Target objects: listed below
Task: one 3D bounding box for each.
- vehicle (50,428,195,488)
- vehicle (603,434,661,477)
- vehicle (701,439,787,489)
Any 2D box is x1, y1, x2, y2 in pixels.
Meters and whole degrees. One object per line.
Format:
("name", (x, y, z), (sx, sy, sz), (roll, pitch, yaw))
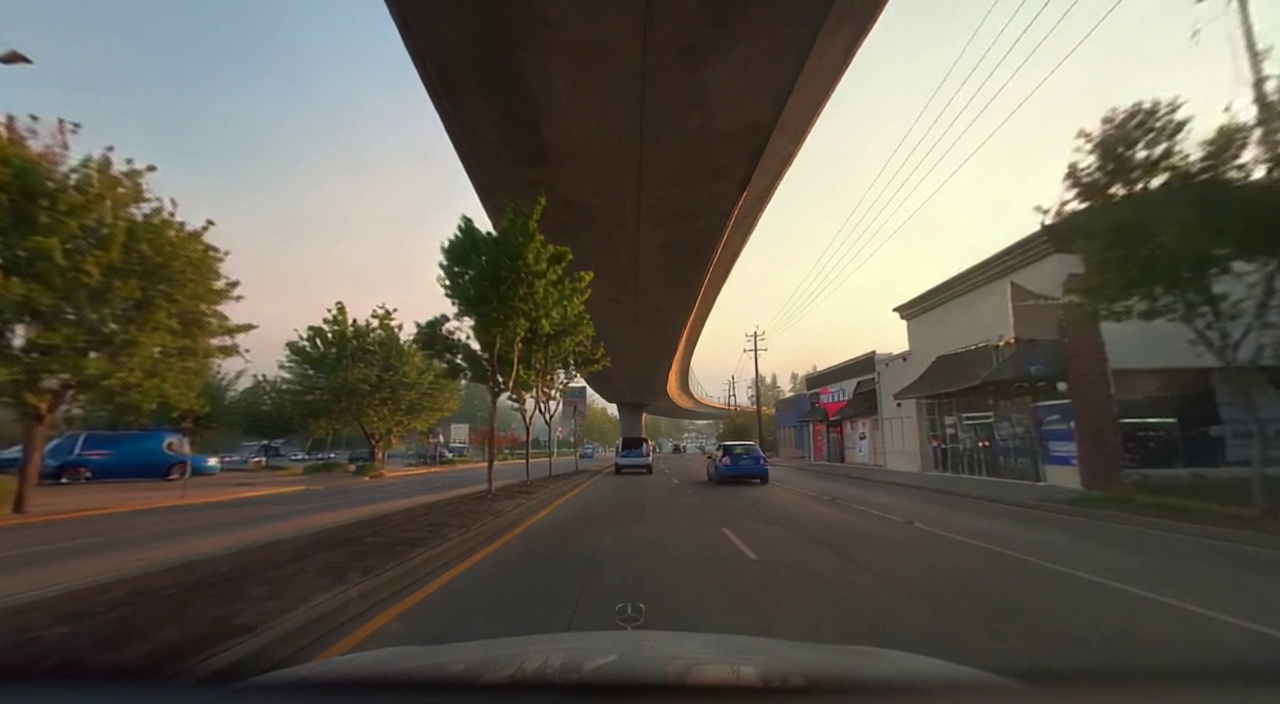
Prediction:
("vehicle", (-24.403, 4.992, 29.942), (4.412, 2.662, 2.544), (1, -8, -9))
("vehicle", (-0.351, 4.709, 28.956), (2.441, 1.813, 4.581), (0, -8, 0))
("vehicle", (3.317, 3.656, 20.997), (1.954, 1.479, 4.557), (0, -8, -2))
